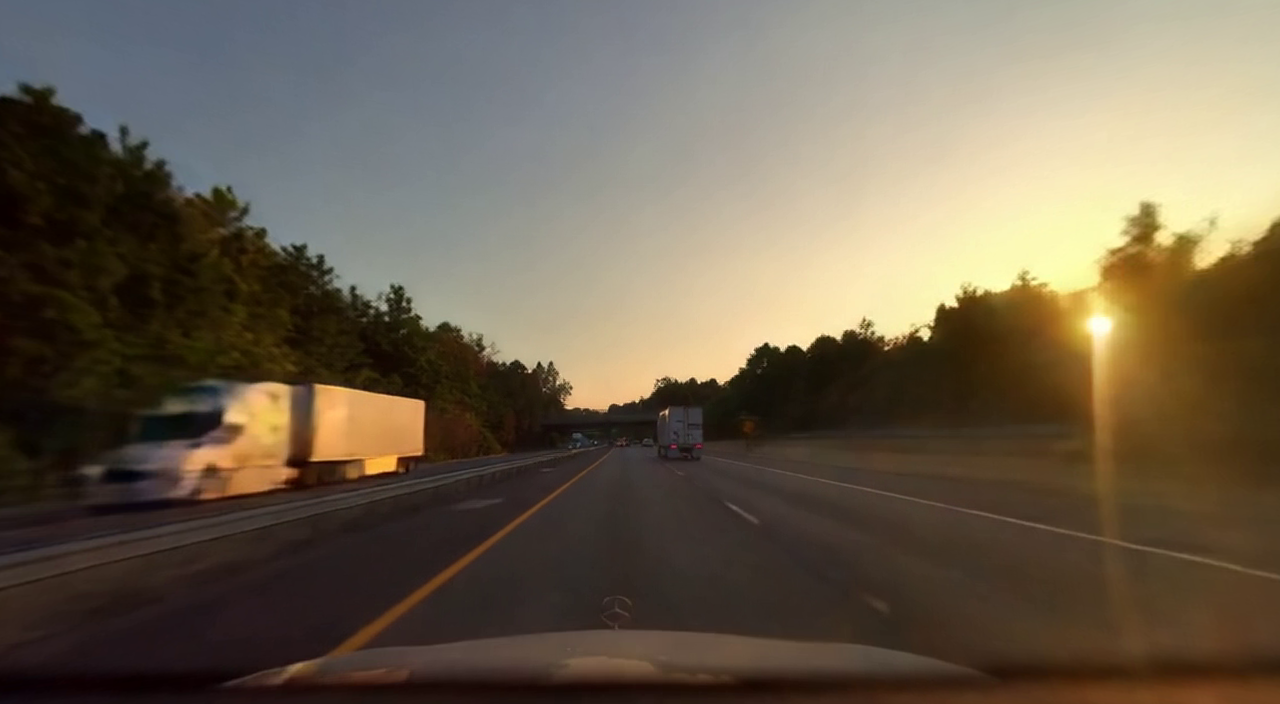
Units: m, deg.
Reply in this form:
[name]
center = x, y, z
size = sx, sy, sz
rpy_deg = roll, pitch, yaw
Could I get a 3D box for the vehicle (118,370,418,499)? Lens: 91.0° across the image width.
[vehicle]
center = -14.403, 3.701, 27.896
size = 3.356, 3.915, 17.078
rpy_deg = 0, -8, -1
